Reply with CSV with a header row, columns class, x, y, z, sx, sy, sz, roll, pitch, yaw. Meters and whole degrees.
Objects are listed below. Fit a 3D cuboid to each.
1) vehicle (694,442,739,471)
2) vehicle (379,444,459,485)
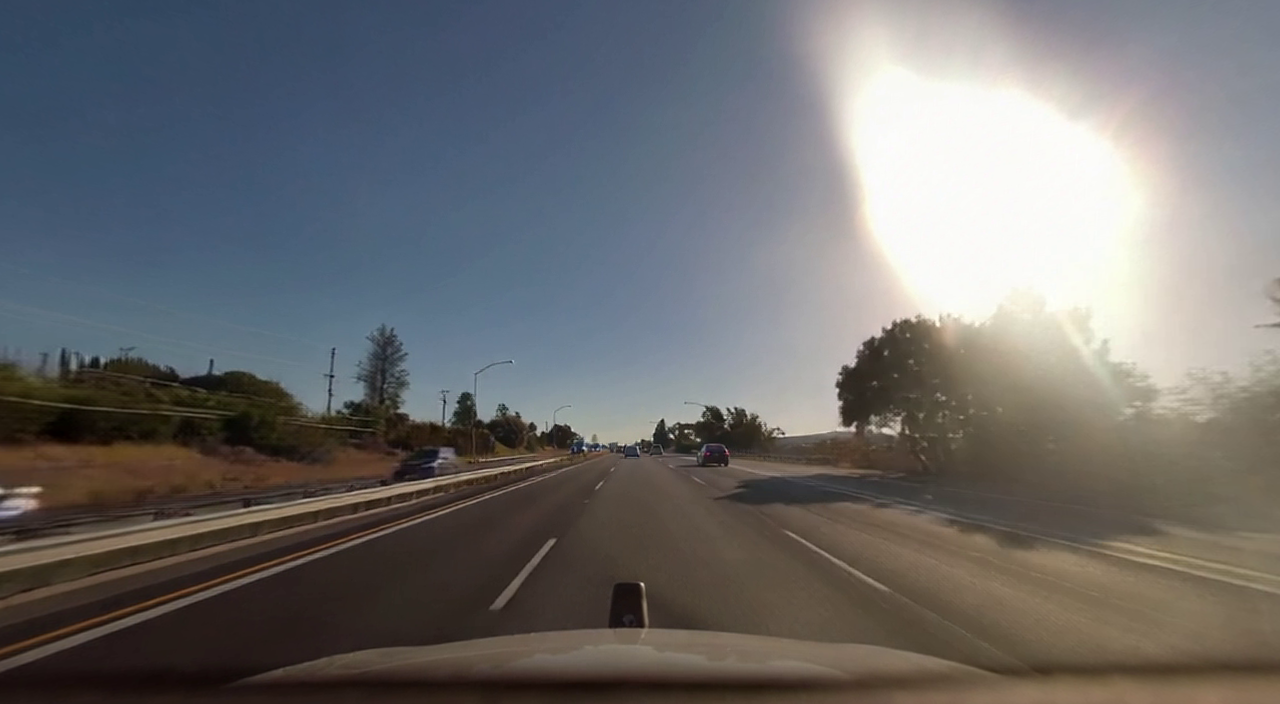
class,x,y,z,sx,sy,sz,roll,pitch,yaw
vehicle,4.152,5.721,34.470,1.917,1.488,3.693,0,-9,-1
vehicle,-9.667,4.939,27.796,1.995,1.655,4.268,0,-9,0
